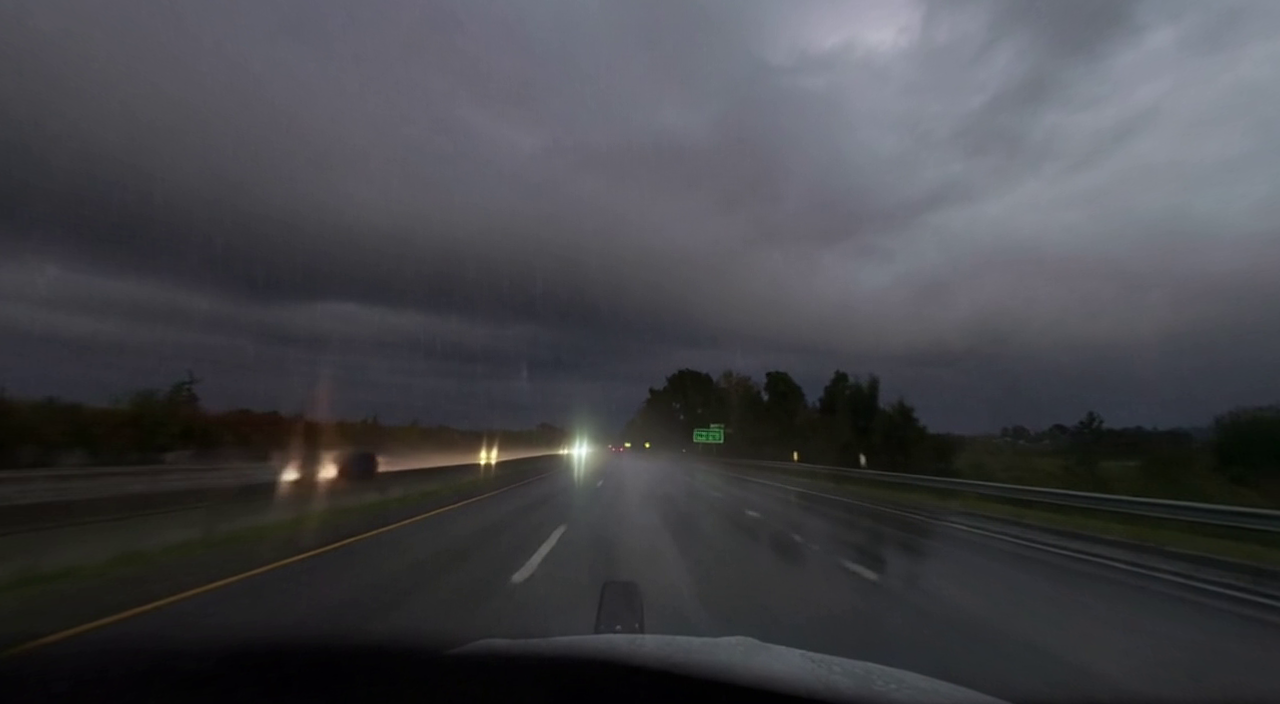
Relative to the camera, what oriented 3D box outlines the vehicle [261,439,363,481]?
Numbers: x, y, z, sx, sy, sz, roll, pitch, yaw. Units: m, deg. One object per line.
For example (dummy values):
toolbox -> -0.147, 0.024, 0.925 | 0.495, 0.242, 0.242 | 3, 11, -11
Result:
vehicle -> -12.668, 4.211, 24.623 | 1.821, 1.470, 4.090 | 0, -9, -1
